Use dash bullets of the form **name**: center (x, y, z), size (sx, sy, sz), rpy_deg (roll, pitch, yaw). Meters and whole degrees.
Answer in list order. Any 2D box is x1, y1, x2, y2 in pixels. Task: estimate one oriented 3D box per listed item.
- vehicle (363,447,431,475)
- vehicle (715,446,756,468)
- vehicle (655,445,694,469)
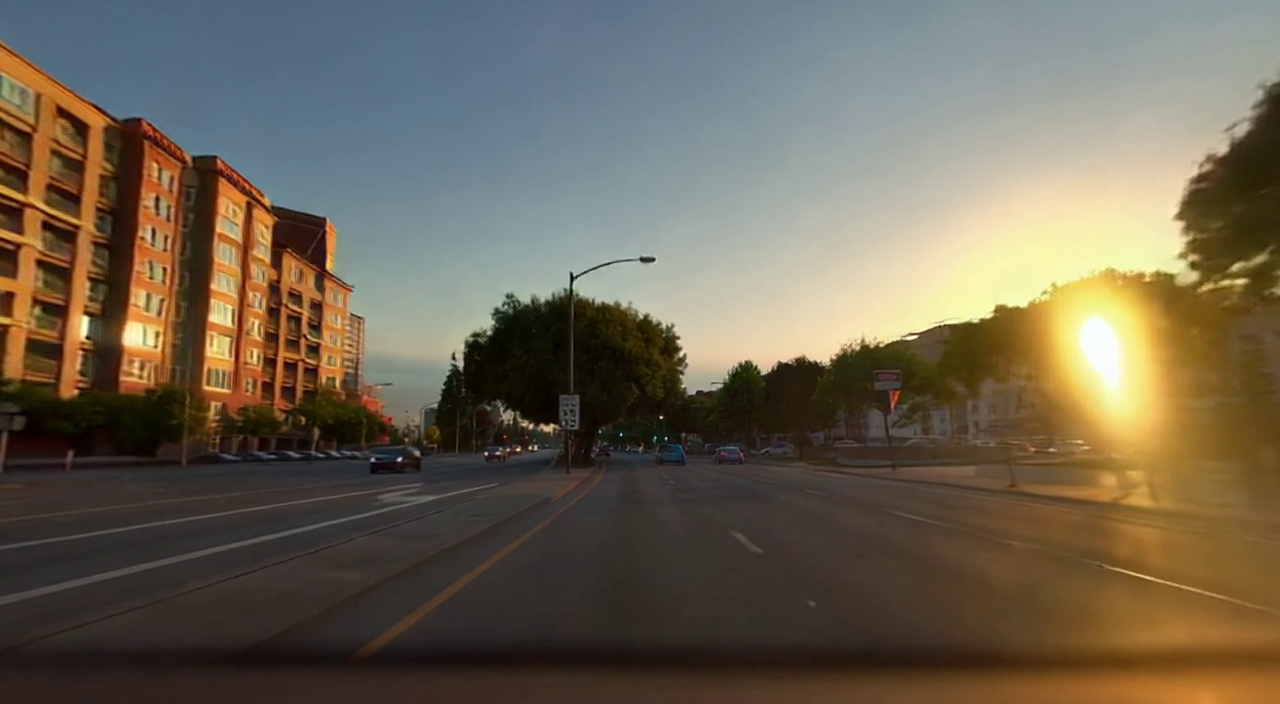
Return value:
- **vehicle**: center (-13.449, 6.041, 35.267), size (1.946, 1.441, 4.661), rpy_deg (0, -9, 0)
- **vehicle**: center (6.432, 7.115, 43.085), size (1.932, 1.439, 4.159), rpy_deg (0, -9, -3)
- **vehicle**: center (2.193, 6.879, 41.603), size (2.020, 1.479, 4.650), rpy_deg (1, -9, -4)
